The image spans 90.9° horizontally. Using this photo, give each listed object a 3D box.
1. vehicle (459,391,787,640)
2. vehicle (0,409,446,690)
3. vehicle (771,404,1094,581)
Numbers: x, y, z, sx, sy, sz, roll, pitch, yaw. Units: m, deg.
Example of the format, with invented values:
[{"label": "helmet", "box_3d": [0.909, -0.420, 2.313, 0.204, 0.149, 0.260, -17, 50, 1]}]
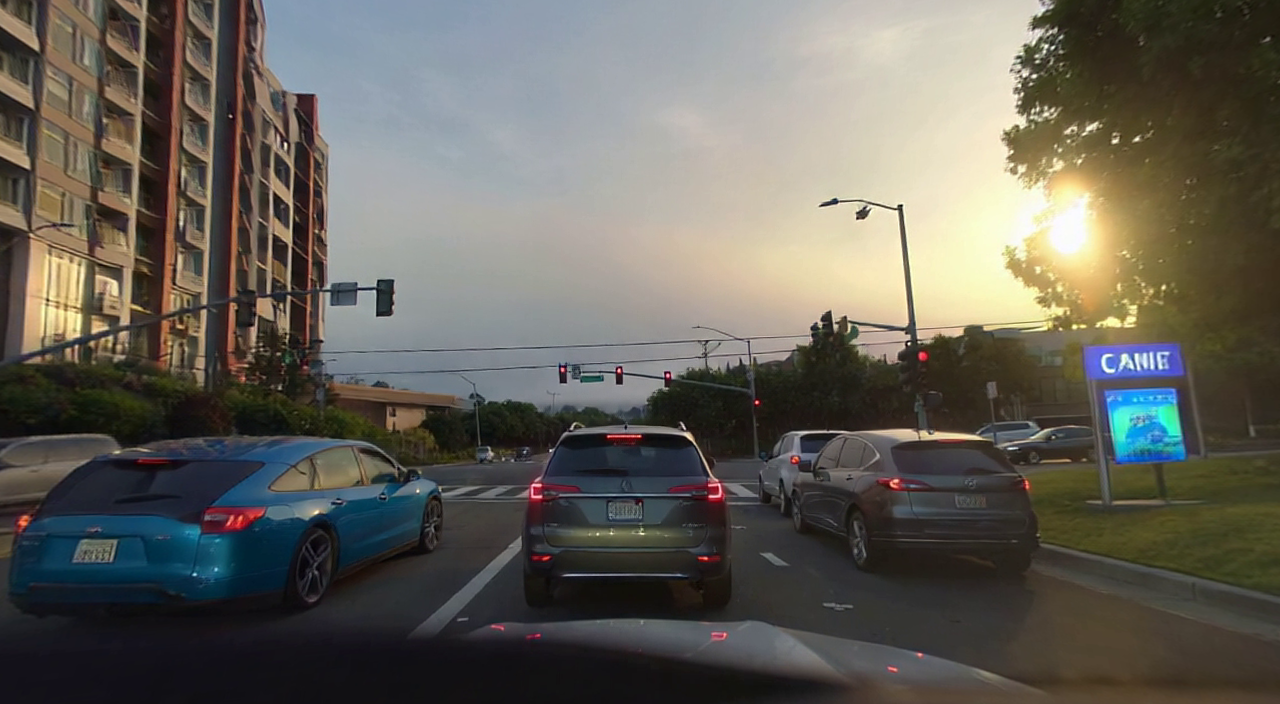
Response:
[{"label": "vehicle", "box_3d": [-0.128, 1.409, 6.436, 2.195, 1.662, 4.262, 0, -8, 0]}, {"label": "vehicle", "box_3d": [-3.545, 1.419, 5.813, 1.906, 1.524, 4.547, 0, -8, 2]}, {"label": "vehicle", "box_3d": [3.228, 1.660, 8.259, 2.004, 1.646, 4.554, 0, -8, 0]}]
